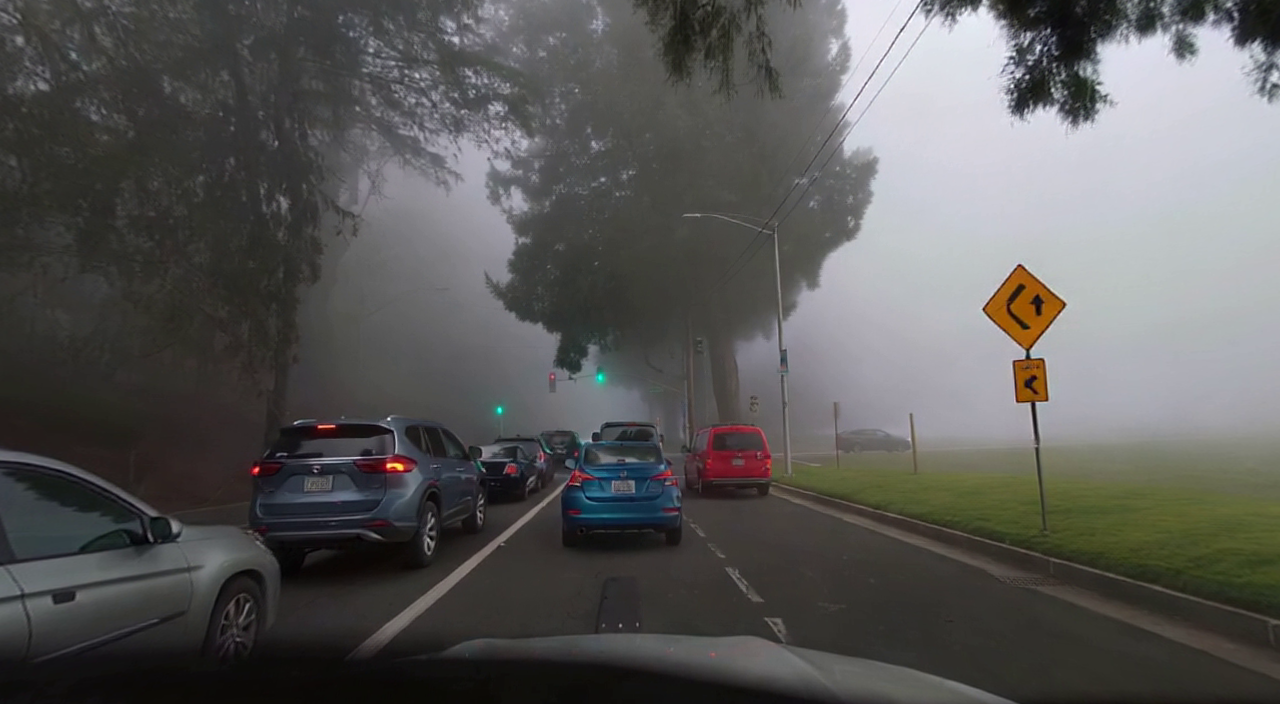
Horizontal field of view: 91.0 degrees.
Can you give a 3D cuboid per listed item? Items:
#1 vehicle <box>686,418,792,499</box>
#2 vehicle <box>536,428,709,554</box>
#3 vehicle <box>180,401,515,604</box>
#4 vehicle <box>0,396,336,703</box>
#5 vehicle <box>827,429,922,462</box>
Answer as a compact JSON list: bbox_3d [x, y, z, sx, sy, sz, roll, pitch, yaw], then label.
[{"bbox_3d":[2.456,2.806,16.878,2.059,1.864,4.541,0,-8,-1],"label":"vehicle"},{"bbox_3d":[-0.257,1.916,9.342,2.025,1.453,3.848,0,-8,-2],"label":"vehicle"},{"bbox_3d":[-2.895,1.577,7.450,1.964,1.712,4.097,0,-8,0],"label":"vehicle"},{"bbox_3d":[-2.966,0.840,1.626,1.974,1.484,4.716,0,-8,0],"label":"vehicle"},{"bbox_3d":[11.364,4.559,30.700,3.883,1.534,1.779,0,-8,2],"label":"vehicle"}]
